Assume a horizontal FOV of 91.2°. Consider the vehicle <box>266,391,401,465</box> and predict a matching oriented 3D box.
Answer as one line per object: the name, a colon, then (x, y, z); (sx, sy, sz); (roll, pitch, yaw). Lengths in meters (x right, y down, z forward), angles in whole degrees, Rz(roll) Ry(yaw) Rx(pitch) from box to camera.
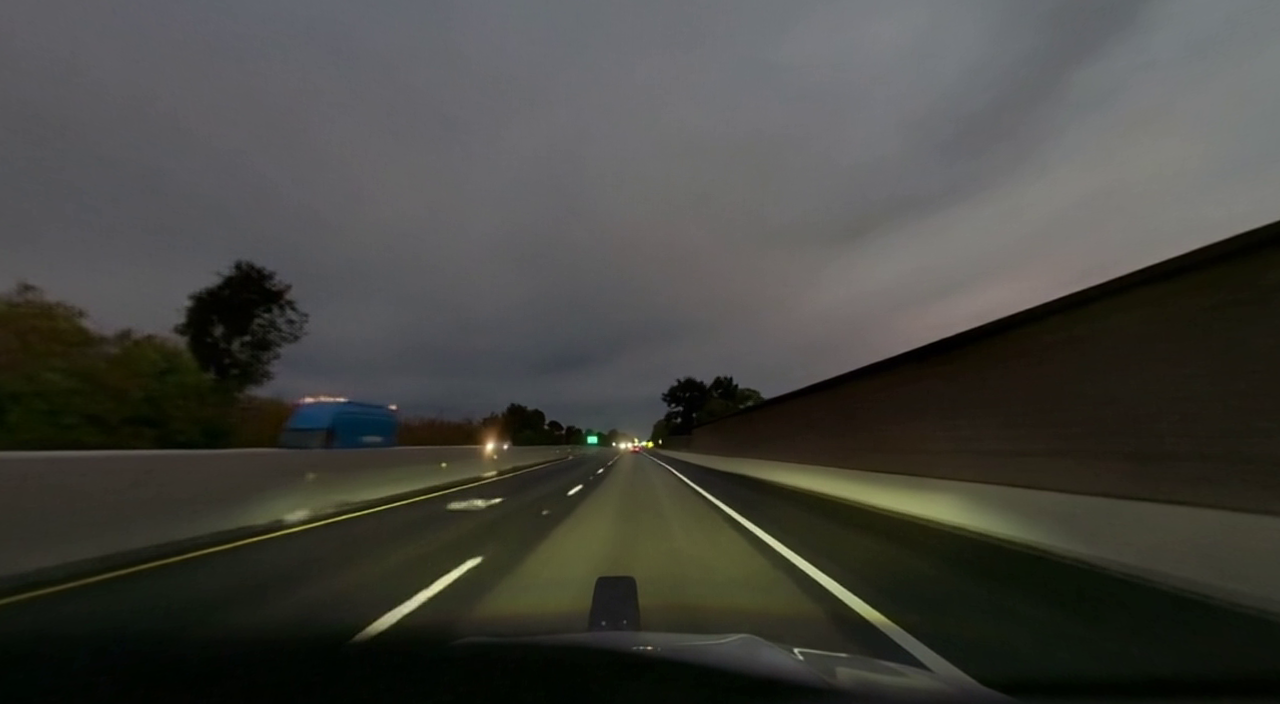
vehicle: (-16.815, 4.400, 35.485); (2.967, 3.629, 9.285); (0, -8, 0)
